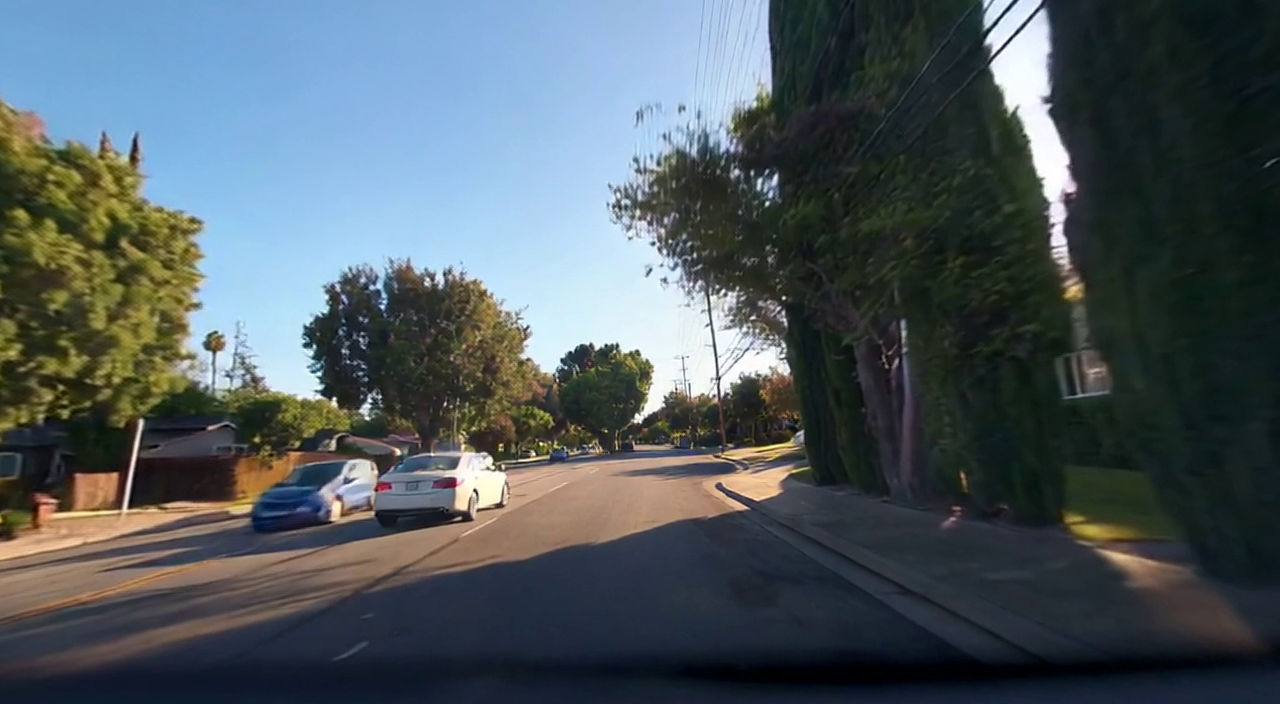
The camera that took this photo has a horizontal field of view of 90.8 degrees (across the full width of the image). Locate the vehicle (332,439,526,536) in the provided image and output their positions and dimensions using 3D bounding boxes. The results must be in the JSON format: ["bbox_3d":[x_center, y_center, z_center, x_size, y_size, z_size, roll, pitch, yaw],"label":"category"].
[{"bbox_3d":[-3.711,2.443,12.200,2.041,1.471,4.602,-1,-8,2],"label":"vehicle"}]

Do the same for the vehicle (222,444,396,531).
[{"bbox_3d":[-7.457,3.024,14.765,1.950,1.670,3.926,0,-8,0],"label":"vehicle"}]

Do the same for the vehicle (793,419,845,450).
[{"bbox_3d":[11.518,5.414,41.059,2.121,1.799,5.124,-3,-8,3],"label":"vehicle"}]
